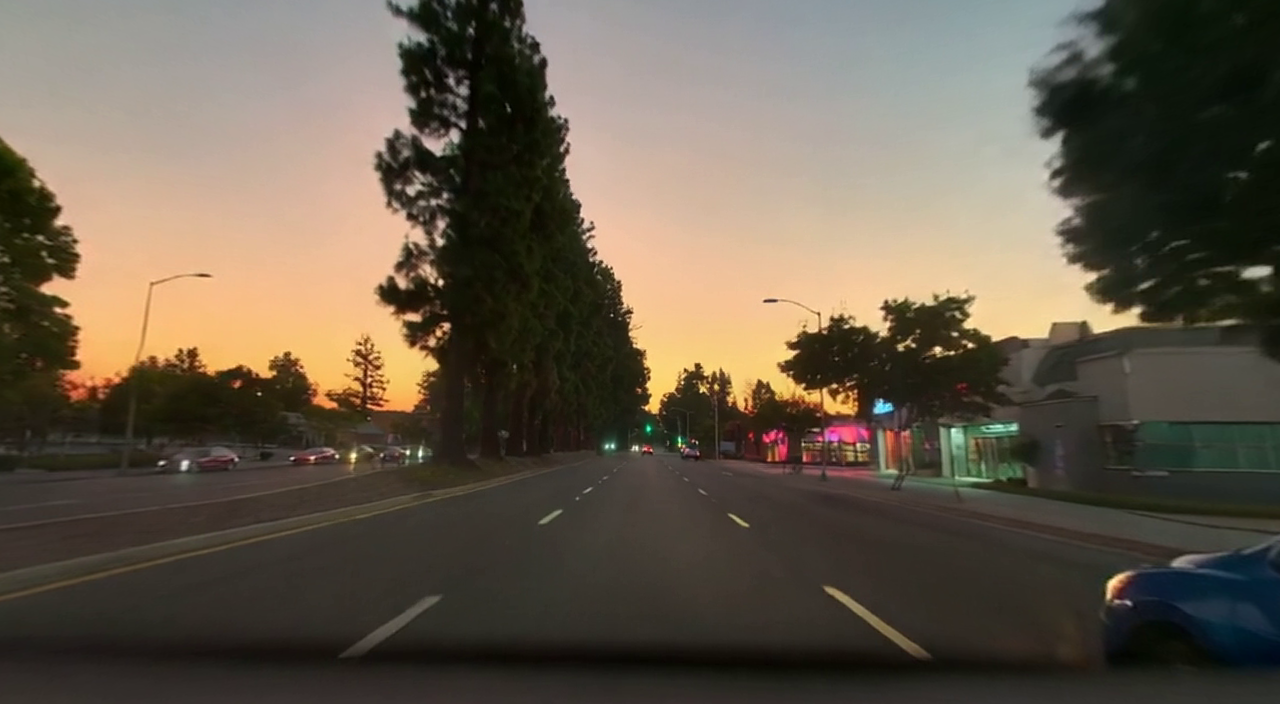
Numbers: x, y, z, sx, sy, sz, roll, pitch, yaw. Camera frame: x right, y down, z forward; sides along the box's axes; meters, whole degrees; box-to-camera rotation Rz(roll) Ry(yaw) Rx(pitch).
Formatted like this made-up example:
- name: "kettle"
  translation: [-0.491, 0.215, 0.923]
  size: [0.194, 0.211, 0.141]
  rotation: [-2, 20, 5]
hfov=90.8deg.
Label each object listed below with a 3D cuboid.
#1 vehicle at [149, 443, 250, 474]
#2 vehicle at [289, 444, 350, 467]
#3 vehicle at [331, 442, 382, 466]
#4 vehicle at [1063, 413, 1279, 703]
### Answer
- name: "vehicle"
  translation: [-22.189, 5.377, 32.042]
  size: [1.771, 1.445, 4.321]
  rotation: [-1, -9, 4]
- name: "vehicle"
  translation: [-22.342, 7.231, 44.243]
  size: [1.846, 1.452, 4.484]
  rotation: [0, -9, 1]
- name: "vehicle"
  translation: [-22.232, 8.057, 49.719]
  size: [1.902, 1.609, 4.689]
  rotation: [-6, -10, -1]
- name: "vehicle"
  translation: [3.218, 0.767, 0.948]
  size: [2.004, 1.470, 4.544]
  rotation: [0, -9, 0]
